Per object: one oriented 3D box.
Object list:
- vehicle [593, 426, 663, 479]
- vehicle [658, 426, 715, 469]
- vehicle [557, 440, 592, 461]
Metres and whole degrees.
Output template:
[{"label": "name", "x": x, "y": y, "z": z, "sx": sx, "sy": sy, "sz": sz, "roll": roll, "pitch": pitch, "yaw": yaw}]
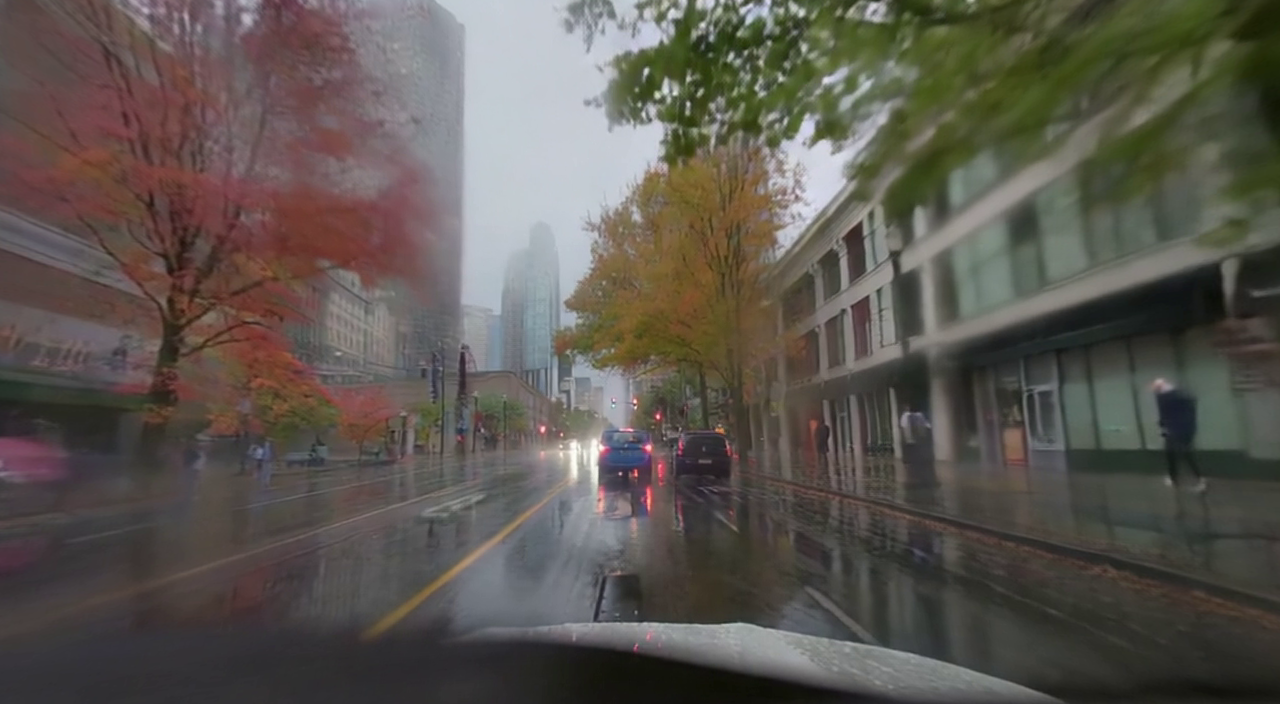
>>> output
[{"label": "vehicle", "x": -0.460, "y": 3.578, "z": 22.772, "sx": 2.274, "sy": 1.736, "sz": 4.083, "roll": 0, "pitch": -8, "yaw": -2}, {"label": "vehicle", "x": 2.204, "y": 4.712, "z": 31.282, "sx": 2.147, "sy": 1.968, "sz": 4.478, "roll": 1, "pitch": -8, "yaw": -5}, {"label": "vehicle", "x": -4.632, "y": 6.975, "z": 44.816, "sx": 2.096, "sy": 1.415, "sz": 4.515, "roll": 0, "pitch": -8, "yaw": -1}]
